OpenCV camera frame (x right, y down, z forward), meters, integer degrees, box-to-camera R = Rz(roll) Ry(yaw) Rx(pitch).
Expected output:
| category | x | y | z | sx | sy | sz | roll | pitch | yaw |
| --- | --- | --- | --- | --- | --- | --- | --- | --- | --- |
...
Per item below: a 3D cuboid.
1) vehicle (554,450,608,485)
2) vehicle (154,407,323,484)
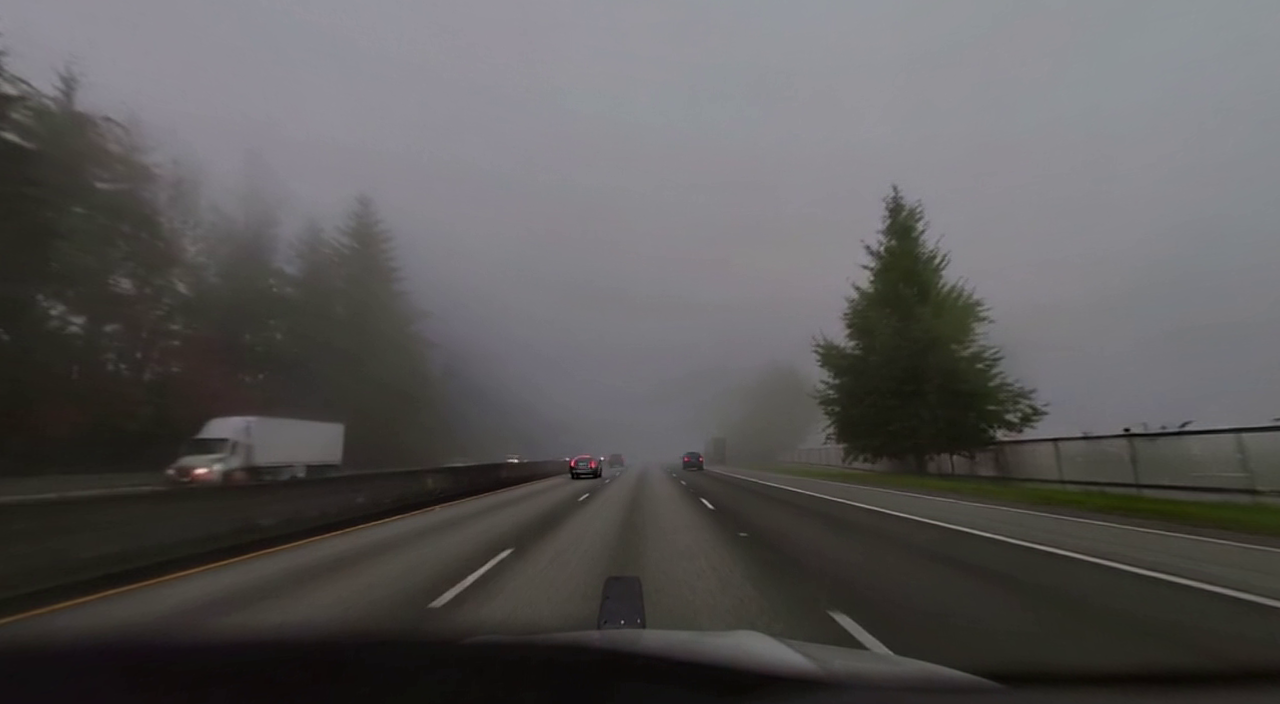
| category | x | y | z | sx | sy | sz | roll | pitch | yaw |
| --- | --- | --- | --- | --- | --- | --- | --- | --- | --- |
| vehicle | -2.699 | 5.402 | 29.753 | 2.035 | 1.513 | 4.272 | 0 | -9 | 2 |
| vehicle | -21.568 | 5.197 | 34.828 | 2.929 | 3.616 | 9.320 | 0 | -9 | 2 |
